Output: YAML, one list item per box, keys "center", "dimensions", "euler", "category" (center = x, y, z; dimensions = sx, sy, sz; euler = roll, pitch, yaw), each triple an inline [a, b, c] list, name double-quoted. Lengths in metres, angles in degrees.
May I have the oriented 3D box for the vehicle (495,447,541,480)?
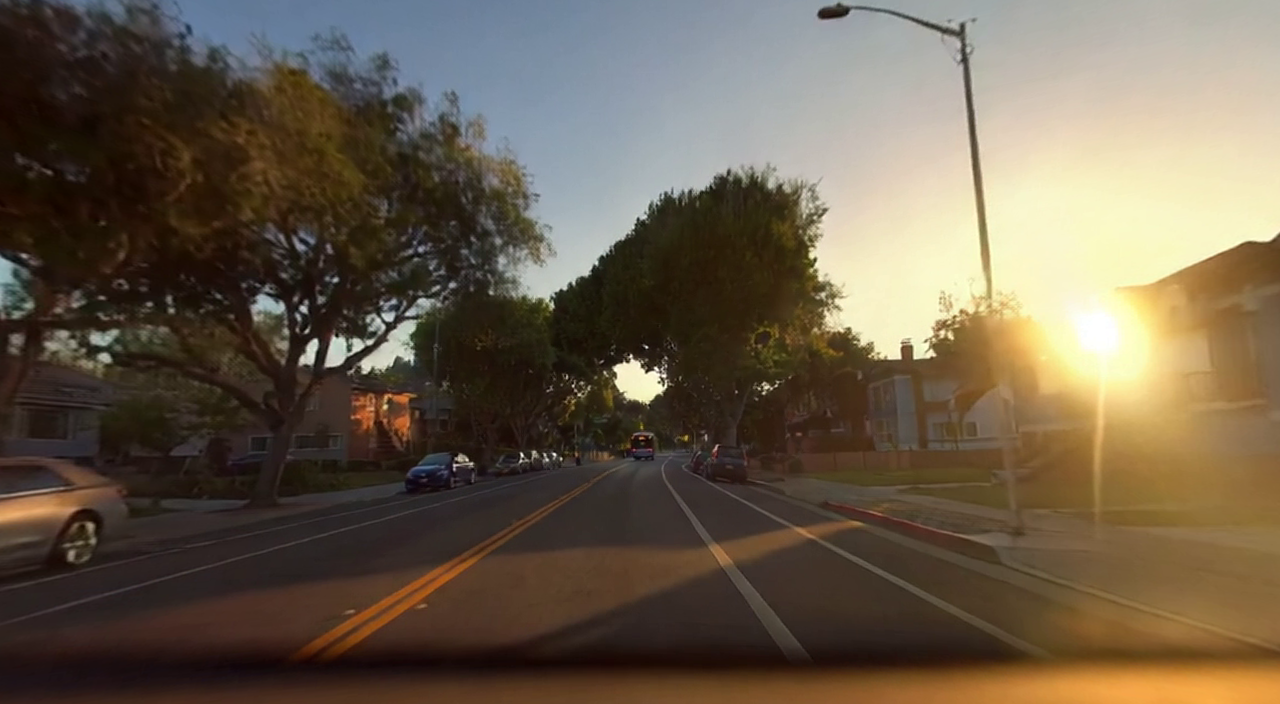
- center: [-7.734, 7.101, 40.457]
  dimensions: [1.898, 1.755, 4.603]
  euler: [-5, -8, 0]
  category: "vehicle"

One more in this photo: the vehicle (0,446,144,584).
- center: [-8.168, 1.853, 6.654]
  dimensions: [1.921, 1.494, 4.884]
  euler: [-4, -8, 1]
  category: "vehicle"

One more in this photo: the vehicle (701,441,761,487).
- center: [4.283, 5.316, 30.331]
  dimensions: [2.060, 1.833, 4.927]
  euler: [5, -9, 1]
  category: "vehicle"

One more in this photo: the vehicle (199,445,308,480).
- center: [-19.855, 5.661, 32.600]
  dimensions: [4.197, 1.659, 2.059]
  euler: [1, -8, 0]
  category: "vehicle"

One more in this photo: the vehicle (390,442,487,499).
- center: [-8.008, 4.706, 25.742]
  dimensions: [2.094, 1.840, 5.450]
  euler: [-6, -8, 0]
  category: "vehicle"
